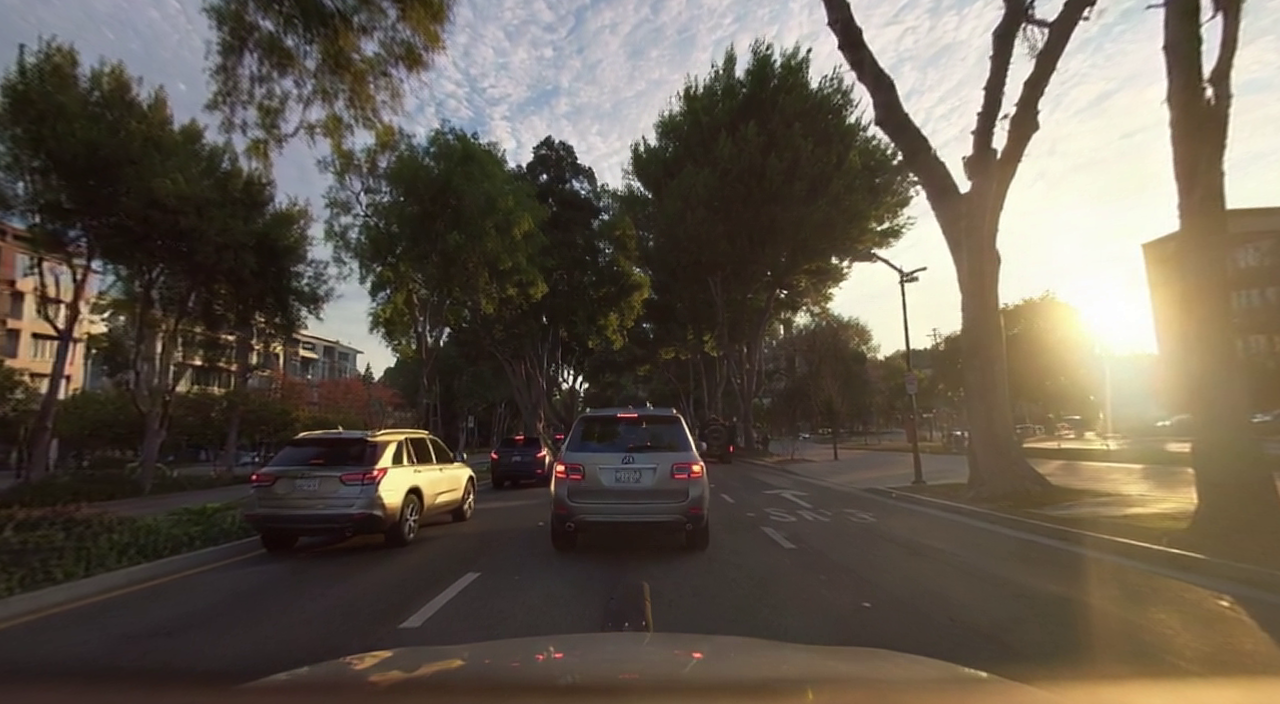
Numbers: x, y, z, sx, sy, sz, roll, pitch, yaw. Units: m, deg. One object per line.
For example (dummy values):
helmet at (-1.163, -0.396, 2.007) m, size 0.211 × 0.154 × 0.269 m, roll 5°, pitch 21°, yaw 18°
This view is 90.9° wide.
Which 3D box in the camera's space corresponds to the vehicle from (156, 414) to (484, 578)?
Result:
vehicle at (-3.767, 1.772, 8.654) m, size 1.959 × 1.614 × 4.676 m, roll 0°, pitch -8°, yaw 1°

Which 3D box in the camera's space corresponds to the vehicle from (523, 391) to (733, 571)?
vehicle at (-0.103, 1.575, 8.343) m, size 2.075 × 1.770 × 4.018 m, roll 0°, pitch -8°, yaw 0°
